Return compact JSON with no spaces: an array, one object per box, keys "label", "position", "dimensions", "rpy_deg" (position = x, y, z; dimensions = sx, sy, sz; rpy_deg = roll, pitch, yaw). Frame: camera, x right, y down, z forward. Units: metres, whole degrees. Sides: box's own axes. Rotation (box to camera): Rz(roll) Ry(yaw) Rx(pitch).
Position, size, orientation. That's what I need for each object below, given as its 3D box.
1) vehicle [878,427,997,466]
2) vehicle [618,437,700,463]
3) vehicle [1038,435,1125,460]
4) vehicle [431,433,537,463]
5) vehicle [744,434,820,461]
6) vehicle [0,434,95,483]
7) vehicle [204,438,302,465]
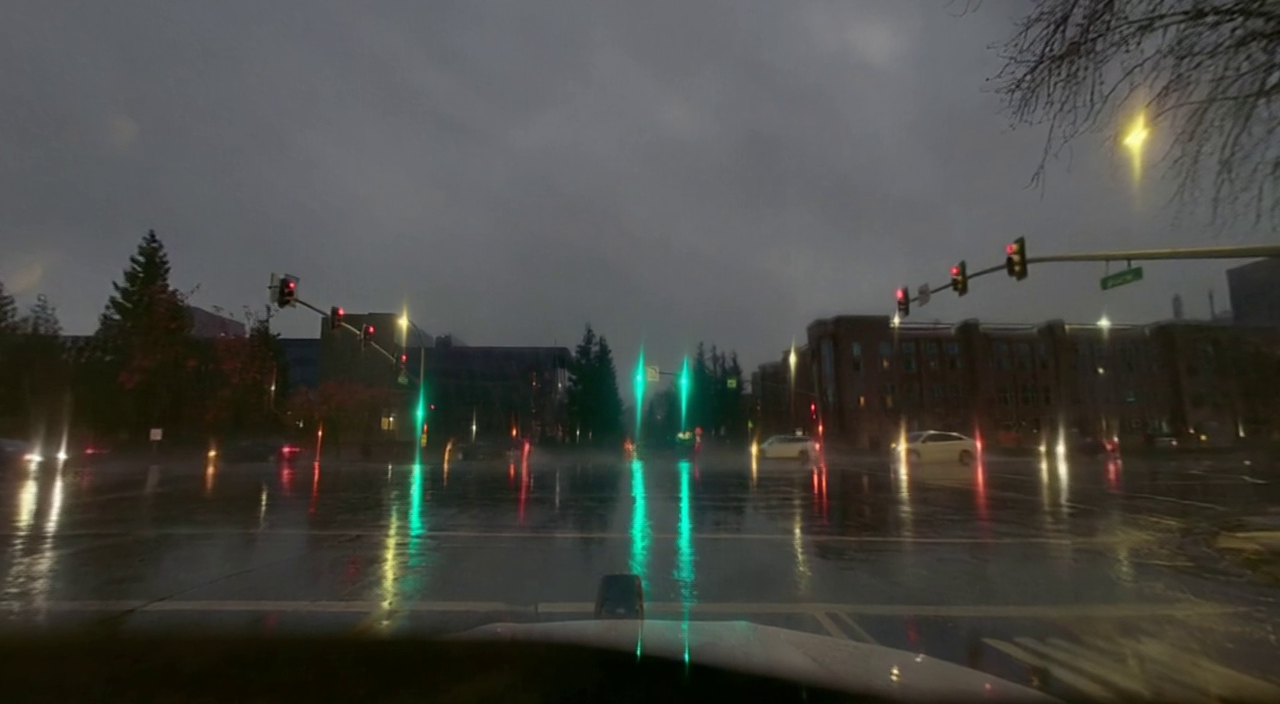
[{"label":"vehicle","position":[14.213,4.540,30.320],"dimensions":[4.662,1.764,2.064],"rpy_deg":[1,-9,-8]},{"label":"vehicle","position":[1.102,5.749,37.245],"dimensions":[4.724,1.452,1.870],"rpy_deg":[0,-9,1]},{"label":"vehicle","position":[28.104,6.064,40.279],"dimensions":[4.100,1.509,1.853],"rpy_deg":[0,-9,0]},{"label":"vehicle","position":[-9.852,6.137,40.312],"dimensions":[6.133,1.833,2.155],"rpy_deg":[-1,-9,2]},{"label":"vehicle","position":[9.140,6.194,40.907],"dimensions":[4.488,1.667,1.869],"rpy_deg":[0,-9,1]},{"label":"vehicle","position":[-22.369,3.716,22.148],"dimensions":[4.624,1.593,2.018],"rpy_deg":[0,-9,0]},{"label":"vehicle","position":[-22.556,5.831,36.955],"dimensions":[4.519,1.476,1.767],"rpy_deg":[0,-9,0]}]
